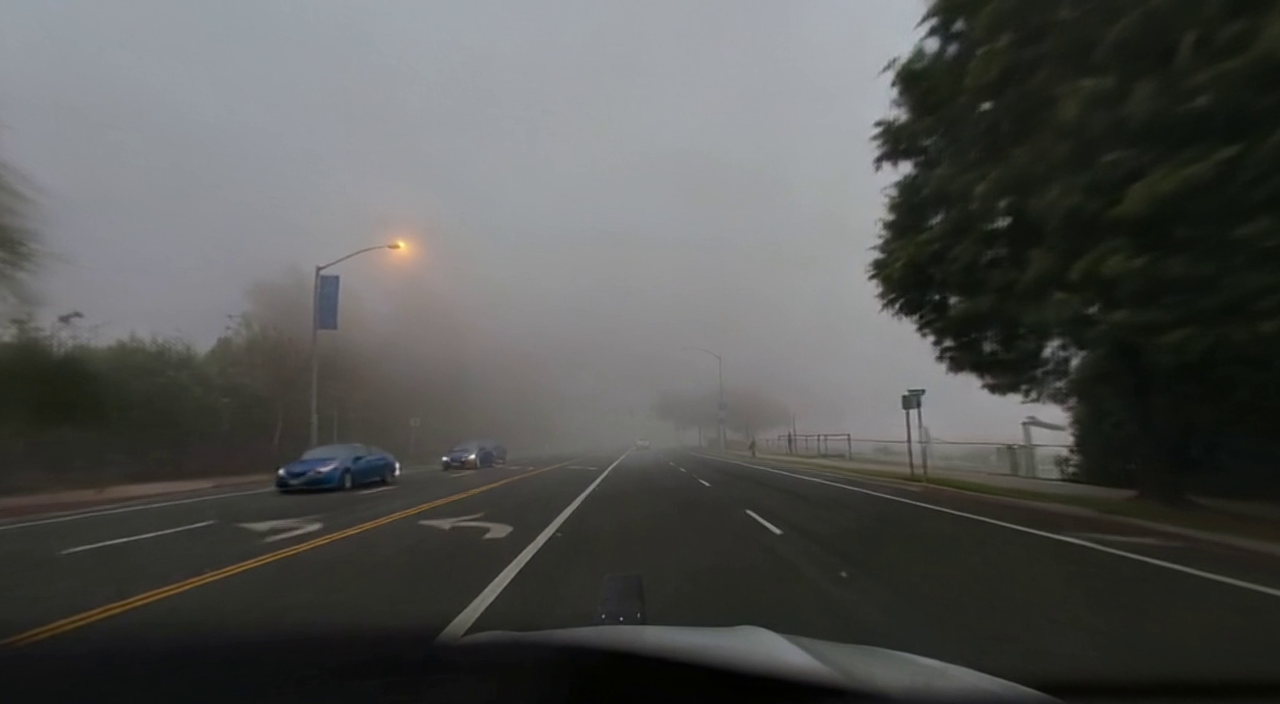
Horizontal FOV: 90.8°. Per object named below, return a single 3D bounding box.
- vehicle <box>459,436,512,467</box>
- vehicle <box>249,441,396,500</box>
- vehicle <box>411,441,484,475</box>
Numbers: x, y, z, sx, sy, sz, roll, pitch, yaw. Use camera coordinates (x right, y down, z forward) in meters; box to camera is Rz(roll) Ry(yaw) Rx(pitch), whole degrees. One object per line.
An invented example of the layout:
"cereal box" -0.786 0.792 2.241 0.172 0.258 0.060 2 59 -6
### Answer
"vehicle" -9.152 5.914 37.838 2.066 1.709 4.509 0 -8 -1
"vehicle" -8.899 3.310 18.207 1.959 1.469 4.369 0 -8 0
"vehicle" -8.934 4.923 29.699 1.940 1.452 4.441 0 -8 1
